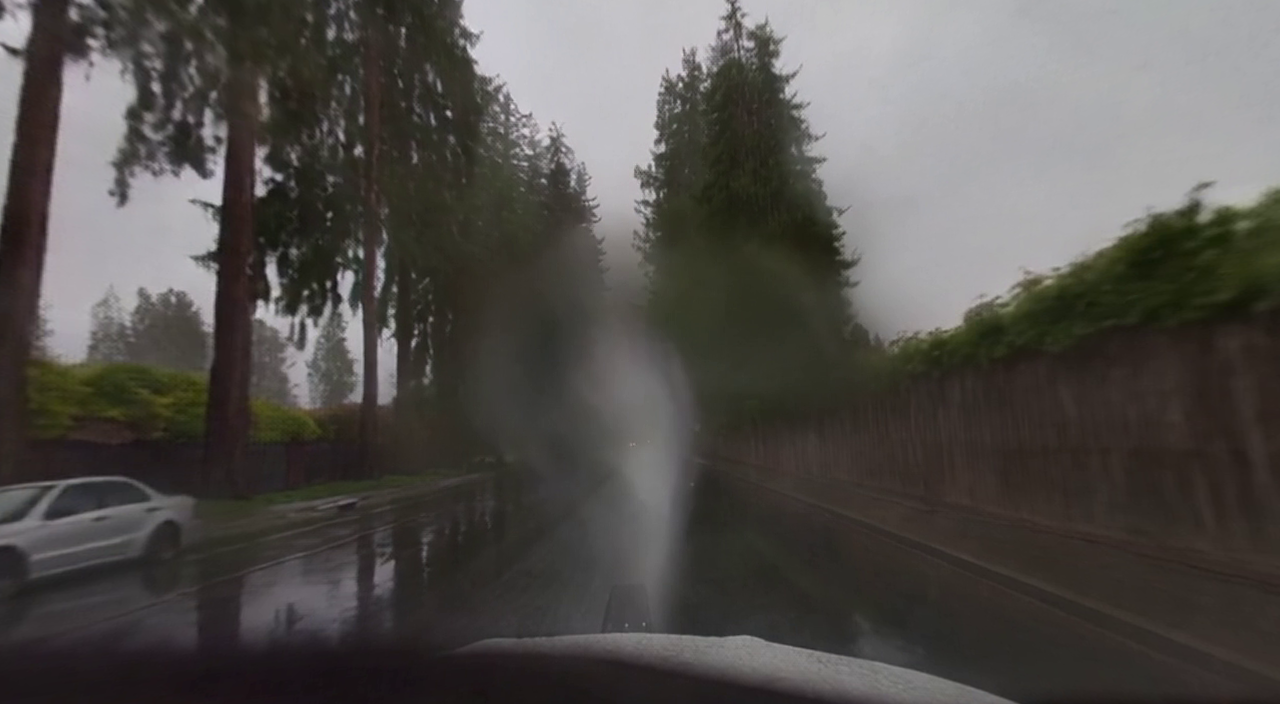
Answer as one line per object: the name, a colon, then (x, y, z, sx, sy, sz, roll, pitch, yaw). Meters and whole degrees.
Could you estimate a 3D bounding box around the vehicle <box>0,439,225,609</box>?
vehicle: (-7.744, 2.076, 8.150, 1.945, 1.760, 4.021, -3, -8, 2)
